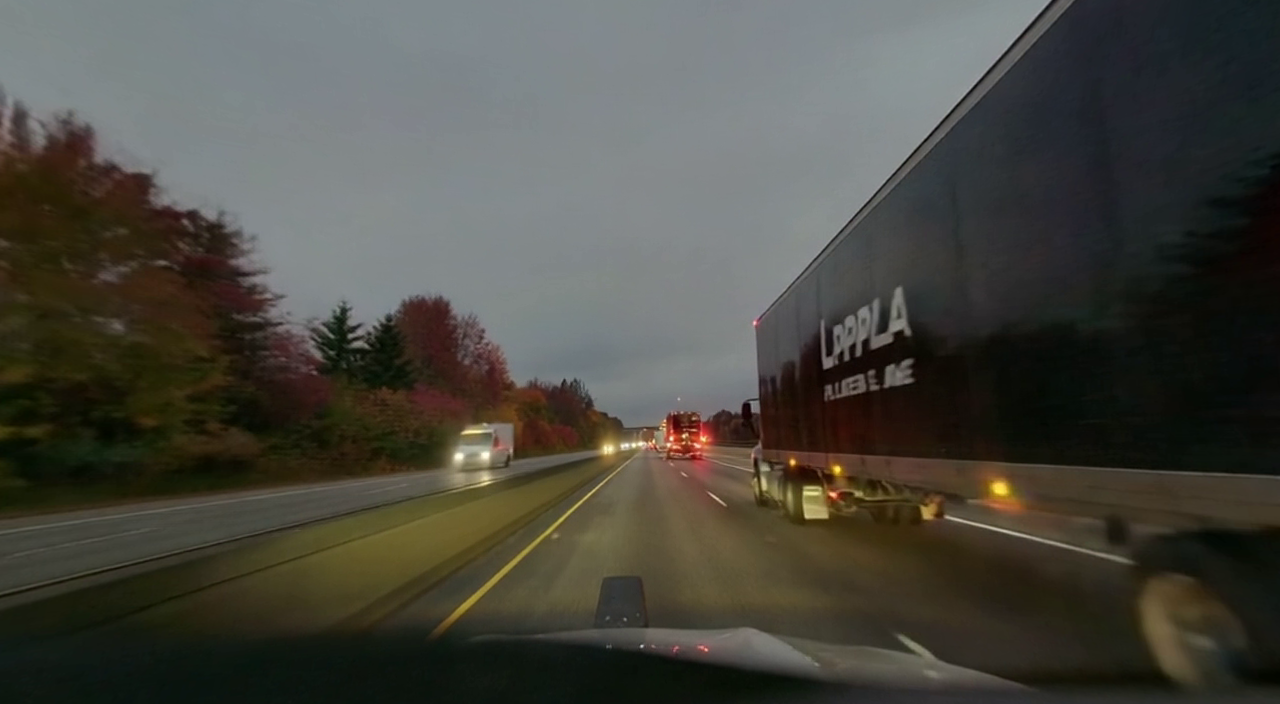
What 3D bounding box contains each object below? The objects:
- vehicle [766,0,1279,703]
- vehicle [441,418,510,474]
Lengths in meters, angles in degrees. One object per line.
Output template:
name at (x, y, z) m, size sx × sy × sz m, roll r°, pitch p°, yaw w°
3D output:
vehicle at (4.107, 0.193, 5.750) m, size 2.911 × 4.117 × 14.683 m, roll 0°, pitch -8°, yaw 0°
vehicle at (-11.127, 6.450, 43.321) m, size 2.698 × 3.465 × 7.279 m, roll 0°, pitch -8°, yaw 1°
